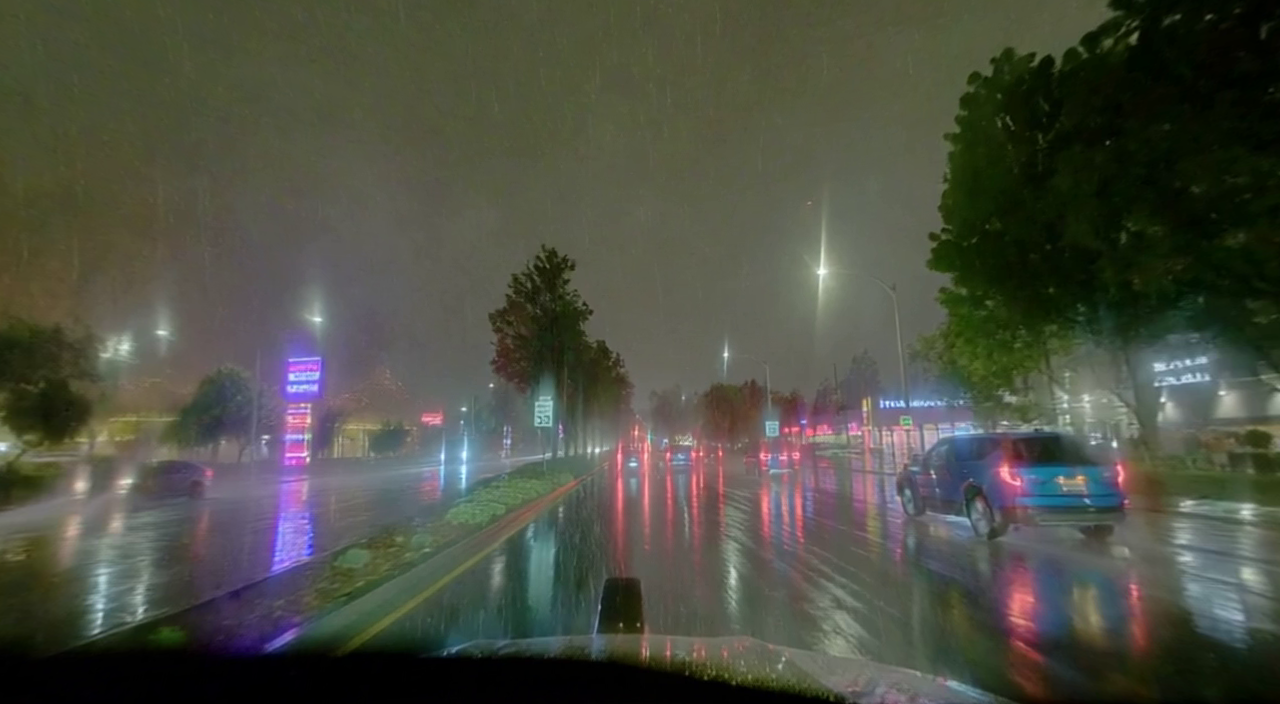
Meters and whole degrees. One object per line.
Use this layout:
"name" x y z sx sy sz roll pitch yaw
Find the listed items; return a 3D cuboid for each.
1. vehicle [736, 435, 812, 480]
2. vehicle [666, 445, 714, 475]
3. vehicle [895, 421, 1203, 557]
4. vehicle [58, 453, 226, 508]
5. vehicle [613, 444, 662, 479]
"vehicle" 5.801 4.617 28.004 2.140 1.811 4.593 0 -8 -3
"vehicle" 2.437 5.399 31.786 1.970 1.402 3.756 0 -8 -2
"vehicle" 5.925 2.007 9.976 1.949 1.647 4.261 0 -8 -1
"vehicle" -15.745 4.040 20.328 1.950 1.521 4.255 0 -8 -1
"vehicle" -0.141 4.877 28.464 2.056 1.440 3.798 0 -8 -1
